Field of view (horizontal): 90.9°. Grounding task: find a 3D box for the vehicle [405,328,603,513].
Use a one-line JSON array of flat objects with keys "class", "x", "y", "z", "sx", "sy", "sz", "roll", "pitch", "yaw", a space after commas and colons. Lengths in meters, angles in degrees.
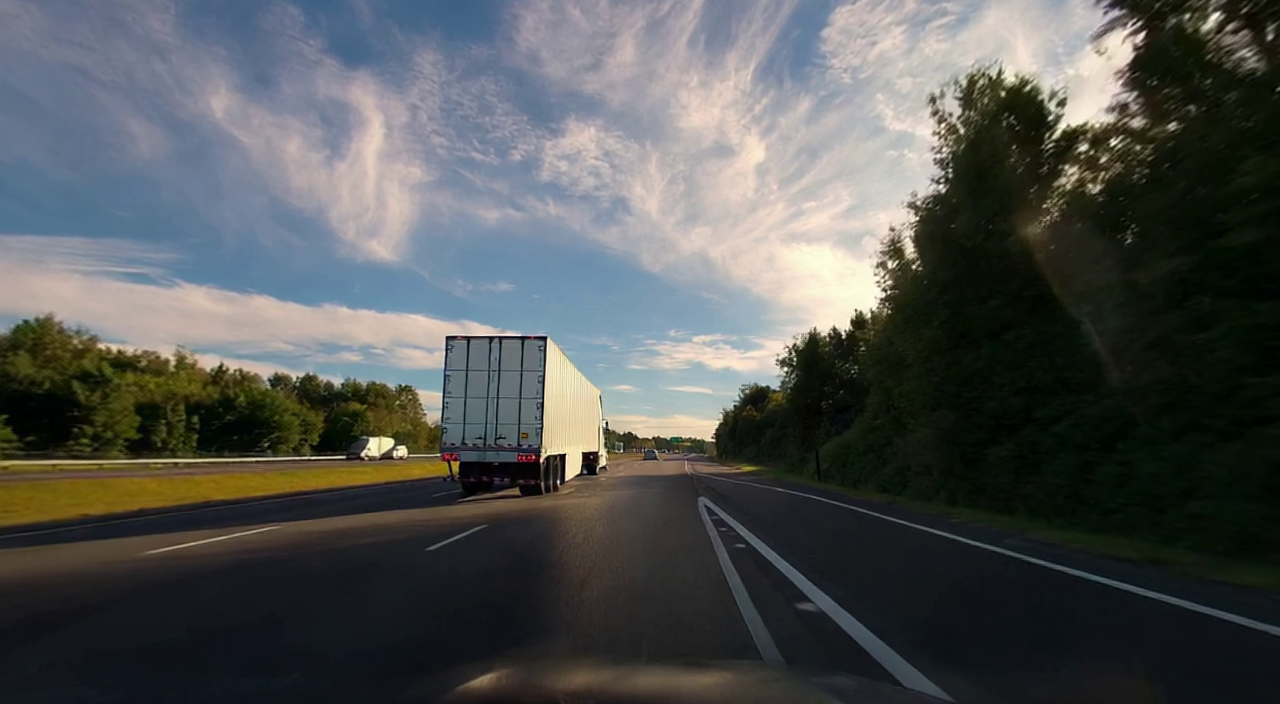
[{"class": "vehicle", "x": -3.422, "y": 2.595, "z": 21.207, "sx": 2.851, "sy": 4.098, "sz": 14.436, "roll": 0, "pitch": -9, "yaw": 2}]
